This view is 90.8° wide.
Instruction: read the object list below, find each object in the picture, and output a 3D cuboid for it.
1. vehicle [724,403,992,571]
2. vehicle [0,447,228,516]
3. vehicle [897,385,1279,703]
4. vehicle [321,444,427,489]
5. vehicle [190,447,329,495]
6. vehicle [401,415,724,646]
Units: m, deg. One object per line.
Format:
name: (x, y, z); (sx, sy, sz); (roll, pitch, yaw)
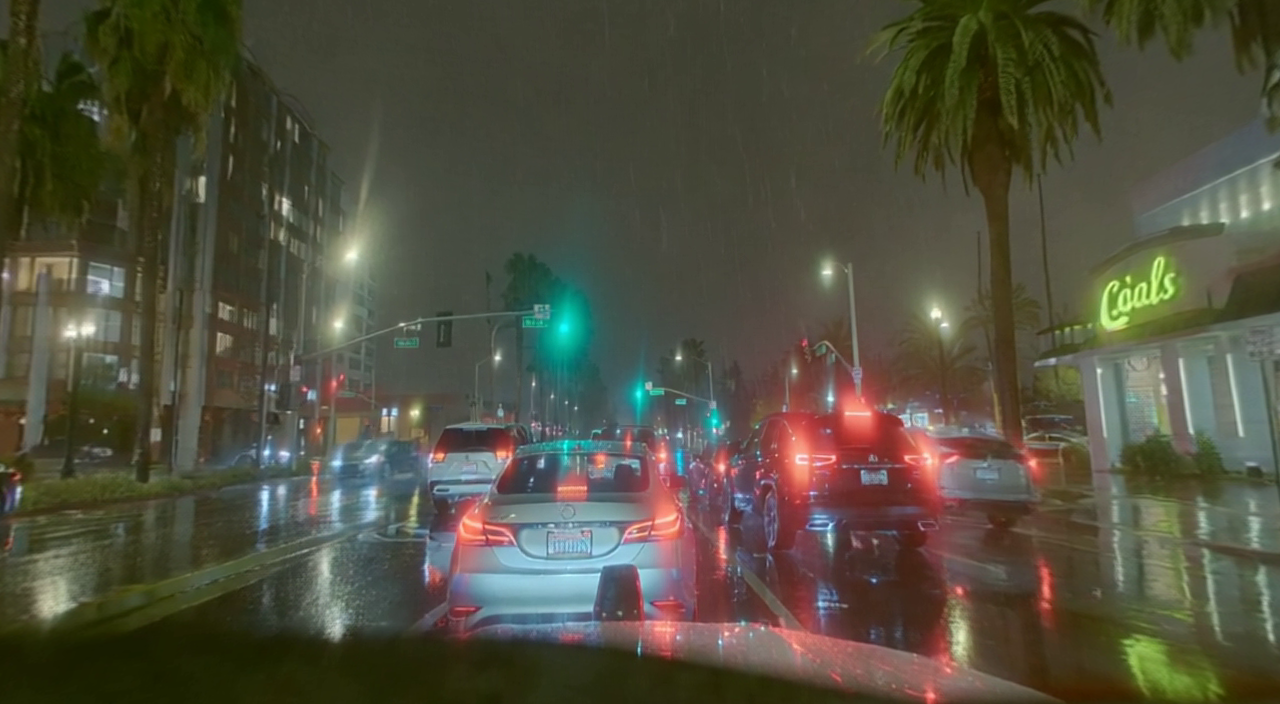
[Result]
vehicle: (2.626, 1.765, 9.007); (2.096, 1.775, 4.440); (0, -9, -2)
vehicle: (-12.851, 3.138, 15.926); (1.870, 1.475, 4.531); (0, -9, 0)
vehicle: (2.607, 0.812, 1.488); (2.085, 1.469, 4.458); (0, -9, -1)
vehicle: (-9.389, 4.048, 22.759); (1.949, 1.442, 4.502); (0, -9, -1)
vehicle: (-12.874, 4.018, 21.815); (1.856, 1.455, 4.700); (0, -9, 0)
vehicle: (-0.511, 1.471, 6.228); (2.096, 1.492, 4.071); (0, -9, 0)
